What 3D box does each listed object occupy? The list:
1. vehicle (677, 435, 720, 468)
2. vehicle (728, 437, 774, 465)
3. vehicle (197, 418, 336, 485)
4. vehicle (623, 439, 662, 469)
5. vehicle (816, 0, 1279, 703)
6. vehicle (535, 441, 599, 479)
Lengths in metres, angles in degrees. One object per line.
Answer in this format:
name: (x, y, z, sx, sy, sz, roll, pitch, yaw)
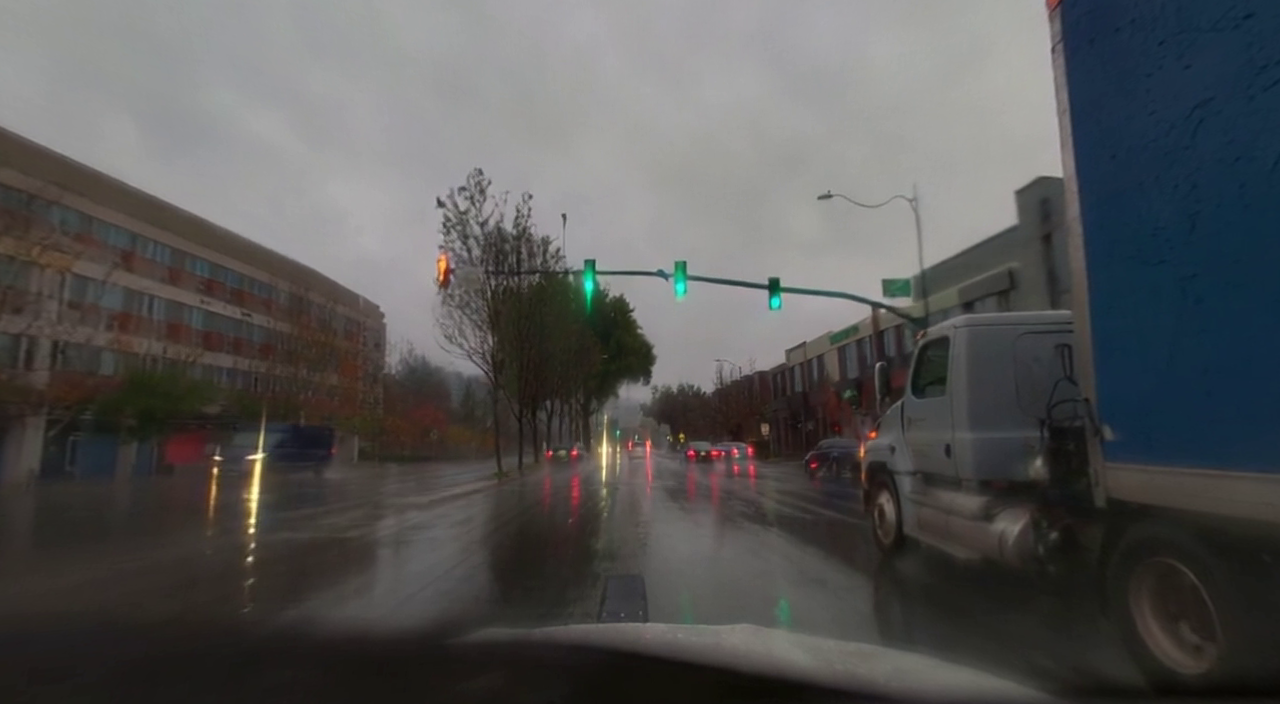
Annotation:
vehicle: (3.574, 6.200, 39.470, 2.196, 1.908, 4.412, 0, -8, -1)
vehicle: (7.651, 6.896, 43.950, 2.174, 1.793, 5.061, 0, -8, -1)
vehicle: (-18.143, 4.896, 31.295, 2.473, 2.894, 7.075, 0, -8, 0)
vehicle: (0.141, 6.234, 38.790, 2.276, 1.704, 3.925, 0, -8, 0)
vehicle: (3.888, -0.025, 4.151, 3.006, 3.679, 8.506, 0, -8, 0)
vehicle: (-3.124, 4.725, 27.963, 2.211, 1.537, 4.666, 0, -8, 1)
